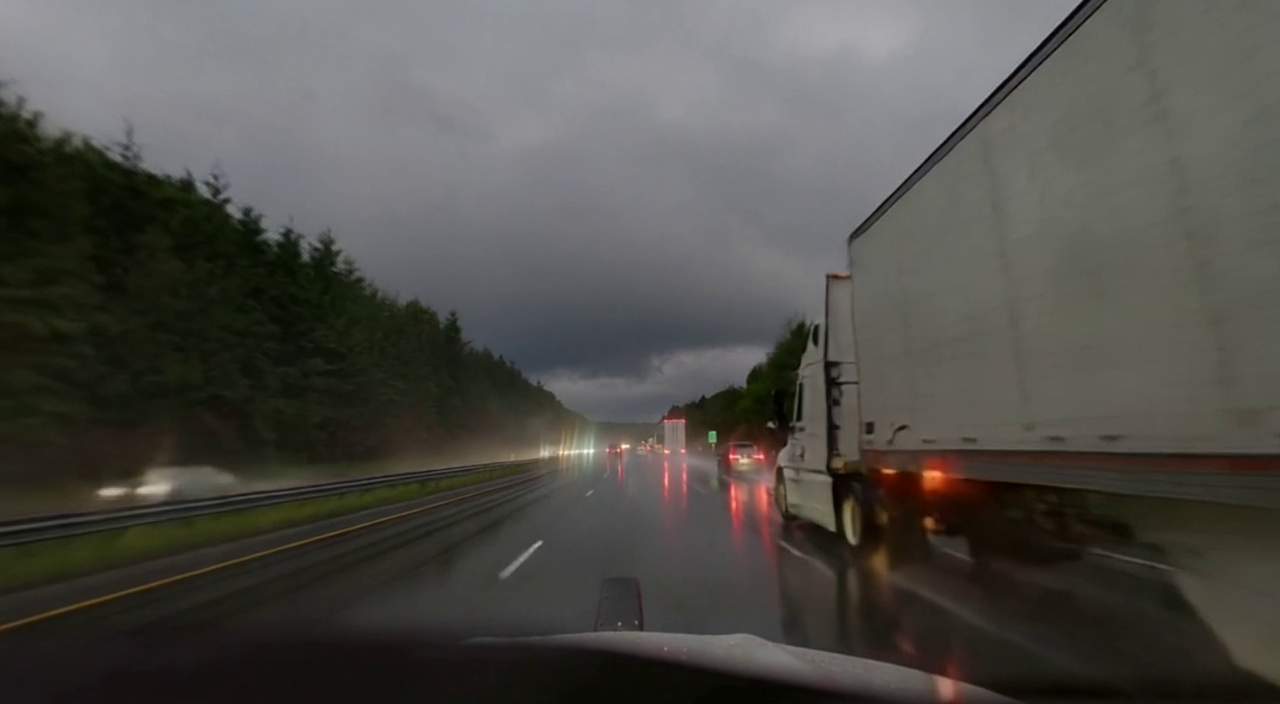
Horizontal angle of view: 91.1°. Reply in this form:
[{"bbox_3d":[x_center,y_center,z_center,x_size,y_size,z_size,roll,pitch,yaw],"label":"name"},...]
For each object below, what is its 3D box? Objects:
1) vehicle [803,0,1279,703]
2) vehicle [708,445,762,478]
[{"bbox_3d":[4.073,-0.358,2.338,2.973,4.007,14.076,0,-9,-1],"label":"vehicle"},{"bbox_3d":[4.605,5.368,31.029,1.910,1.474,3.776,0,-9,-2],"label":"vehicle"}]
